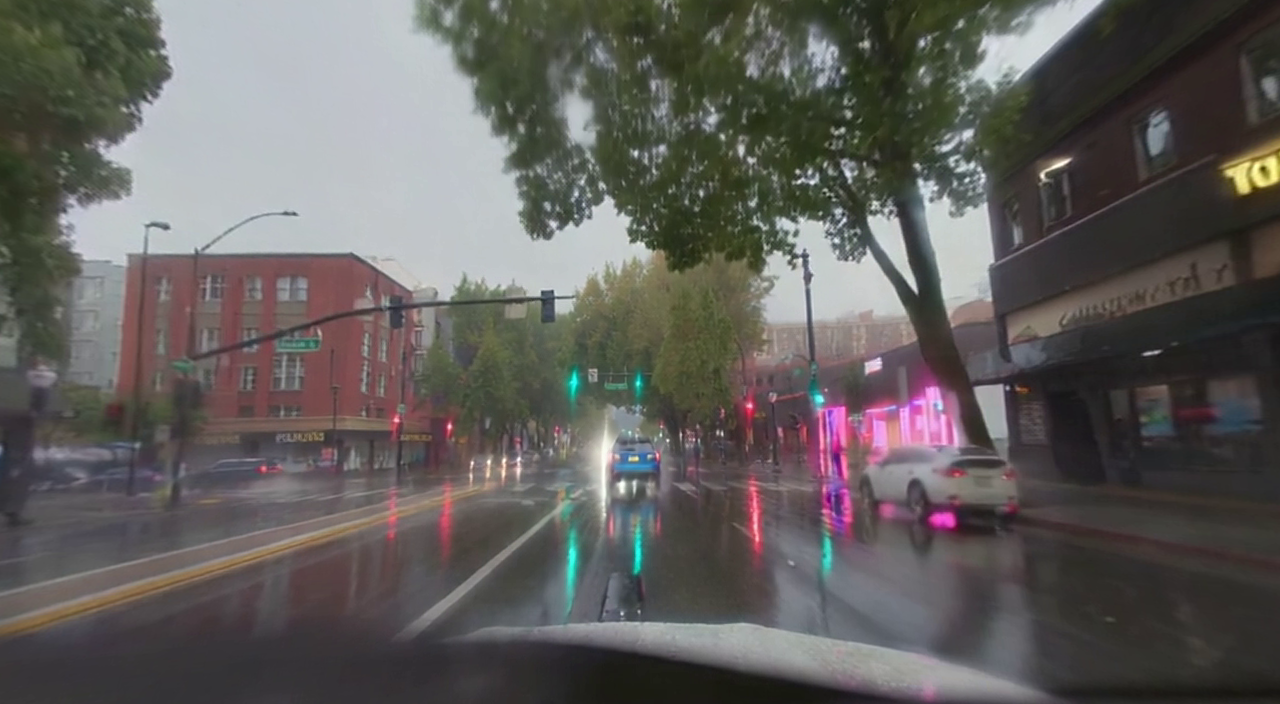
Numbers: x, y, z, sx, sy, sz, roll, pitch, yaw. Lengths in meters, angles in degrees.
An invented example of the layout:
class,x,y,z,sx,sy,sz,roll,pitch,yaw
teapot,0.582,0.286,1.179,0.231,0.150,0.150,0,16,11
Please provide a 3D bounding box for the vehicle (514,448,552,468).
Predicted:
class,x,y,z,sx,sy,sz,roll,pitch,yaw
vehicle,-8.398,8.374,49.961,2.152,1.468,4.737,0,-9,0

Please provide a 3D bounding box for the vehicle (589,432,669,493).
class,x,y,z,sx,sy,sz,roll,pitch,yaw
vehicle,-0.367,3.654,21.224,2.382,1.796,4.610,0,-9,-1

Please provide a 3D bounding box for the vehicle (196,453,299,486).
class,x,y,z,sx,sy,sz,roll,pitch,yaw
vehicle,-21.863,6.520,35.273,4.427,1.757,2.125,-1,-9,9

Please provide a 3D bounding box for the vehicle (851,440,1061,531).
class,x,y,z,sx,sy,sz,roll,pitch,yaw
vehicle,6.059,2.579,12.832,1.986,1.515,4.265,0,-9,-1

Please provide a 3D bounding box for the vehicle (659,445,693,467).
class,x,y,z,sx,sy,sz,roll,pitch,yaw
vehicle,2.608,7.647,46.580,2.209,1.478,4.138,0,-9,-1
